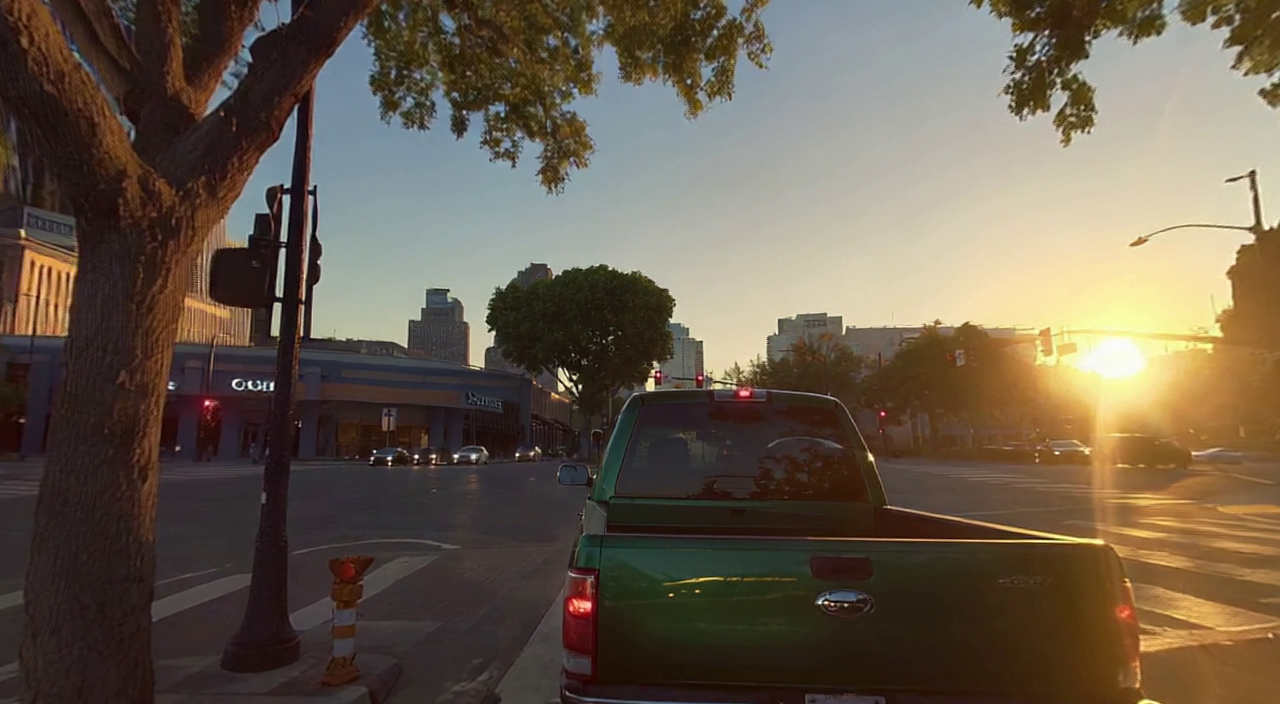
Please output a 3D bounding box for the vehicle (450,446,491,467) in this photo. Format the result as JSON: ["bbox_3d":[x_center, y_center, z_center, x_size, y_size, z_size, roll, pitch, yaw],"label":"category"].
[{"bbox_3d":[-12.606,7.764,47.094,1.946,1.474,4.008,0,-9,0],"label":"vehicle"}]

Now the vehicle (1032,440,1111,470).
[{"bbox_3d":[26.363,6.268,38.570,4.541,1.731,2.007,5,-10,-28],"label":"vehicle"}]

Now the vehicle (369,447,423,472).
[{"bbox_3d":[-16.237,7.138,42.248,1.883,1.586,4.297,0,-9,0],"label":"vehicle"}]

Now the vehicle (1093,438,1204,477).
[{"bbox_3d":[27.307,5.604,33.893,5.667,1.927,2.289,4,-10,-26],"label":"vehicle"}]

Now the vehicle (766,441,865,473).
[{"bbox_3d":[8.531,5.119,30.874,4.457,1.464,1.879,-2,-9,16],"label":"vehicle"}]
